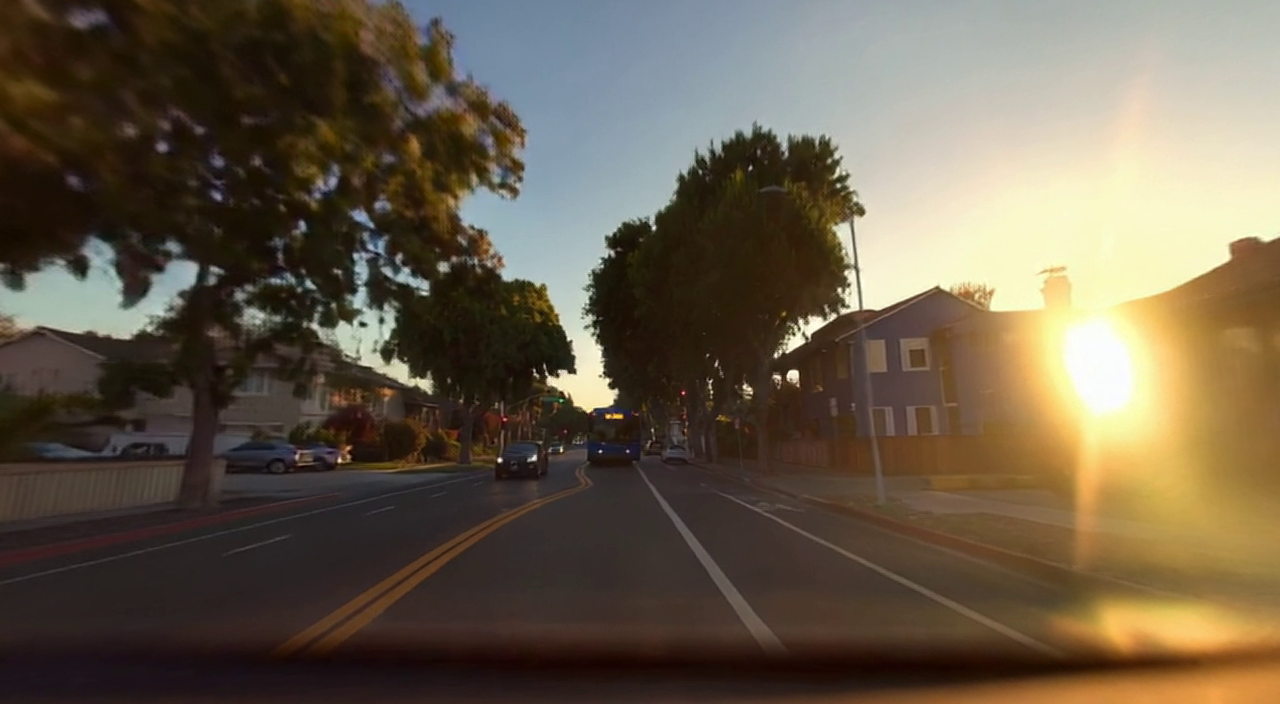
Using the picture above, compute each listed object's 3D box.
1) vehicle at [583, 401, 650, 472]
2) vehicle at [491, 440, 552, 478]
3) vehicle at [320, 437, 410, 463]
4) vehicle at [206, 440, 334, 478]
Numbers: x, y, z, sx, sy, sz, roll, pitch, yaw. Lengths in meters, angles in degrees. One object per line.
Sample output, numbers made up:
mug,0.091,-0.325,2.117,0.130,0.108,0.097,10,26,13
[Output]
vehicle,-1.164,4.946,36.724,3.031,3.200,13.052,3,-8,0
vehicle,-4.974,4.544,27.041,1.925,1.489,4.235,0,-8,-2
vehicle,-17.279,6.215,39.903,4.778,1.565,1.919,0,-11,-2
vehicle,-16.352,4.738,28.111,4.481,1.591,1.807,0,-8,-3
